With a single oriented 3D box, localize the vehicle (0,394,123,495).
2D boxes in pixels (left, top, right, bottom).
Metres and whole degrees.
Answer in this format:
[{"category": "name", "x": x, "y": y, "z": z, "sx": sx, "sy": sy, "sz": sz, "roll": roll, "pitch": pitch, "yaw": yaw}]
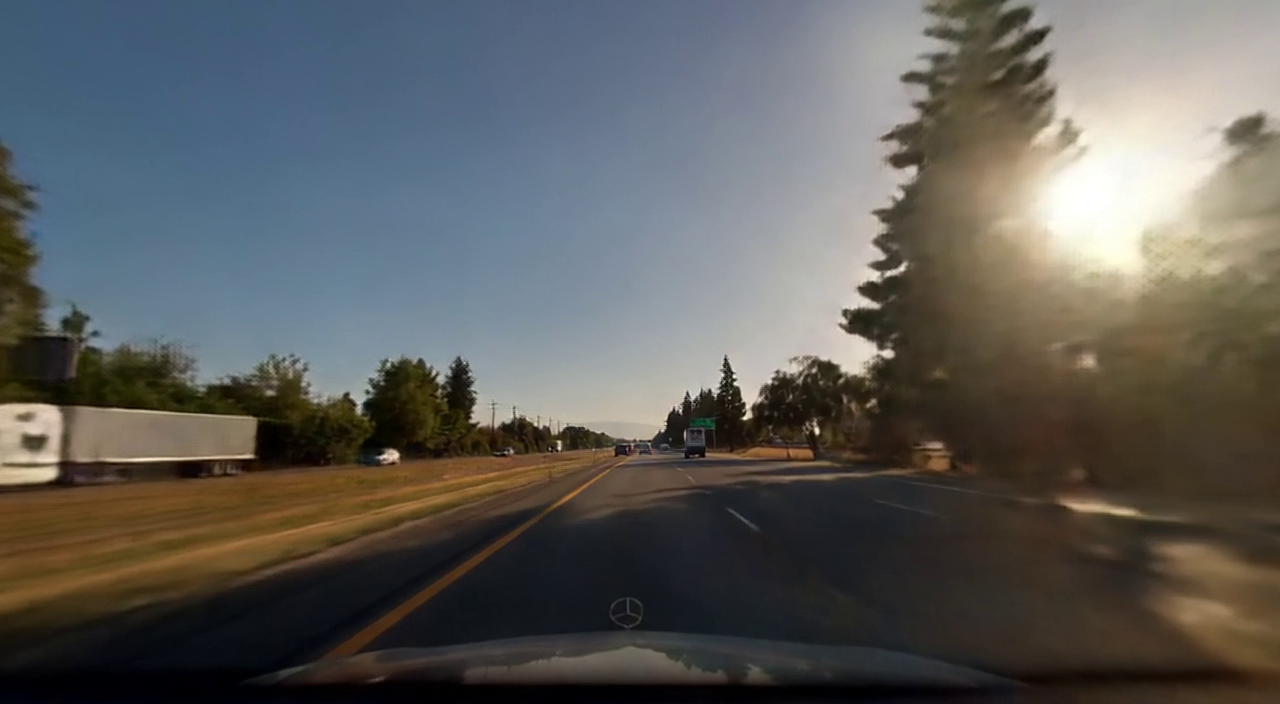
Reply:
[{"category": "vehicle", "x": -28.603, "y": 4.279, "z": 29.111, "sx": 2.959, "sy": 4.243, "sz": 7.308, "roll": 0, "pitch": -8, "yaw": 1}]
